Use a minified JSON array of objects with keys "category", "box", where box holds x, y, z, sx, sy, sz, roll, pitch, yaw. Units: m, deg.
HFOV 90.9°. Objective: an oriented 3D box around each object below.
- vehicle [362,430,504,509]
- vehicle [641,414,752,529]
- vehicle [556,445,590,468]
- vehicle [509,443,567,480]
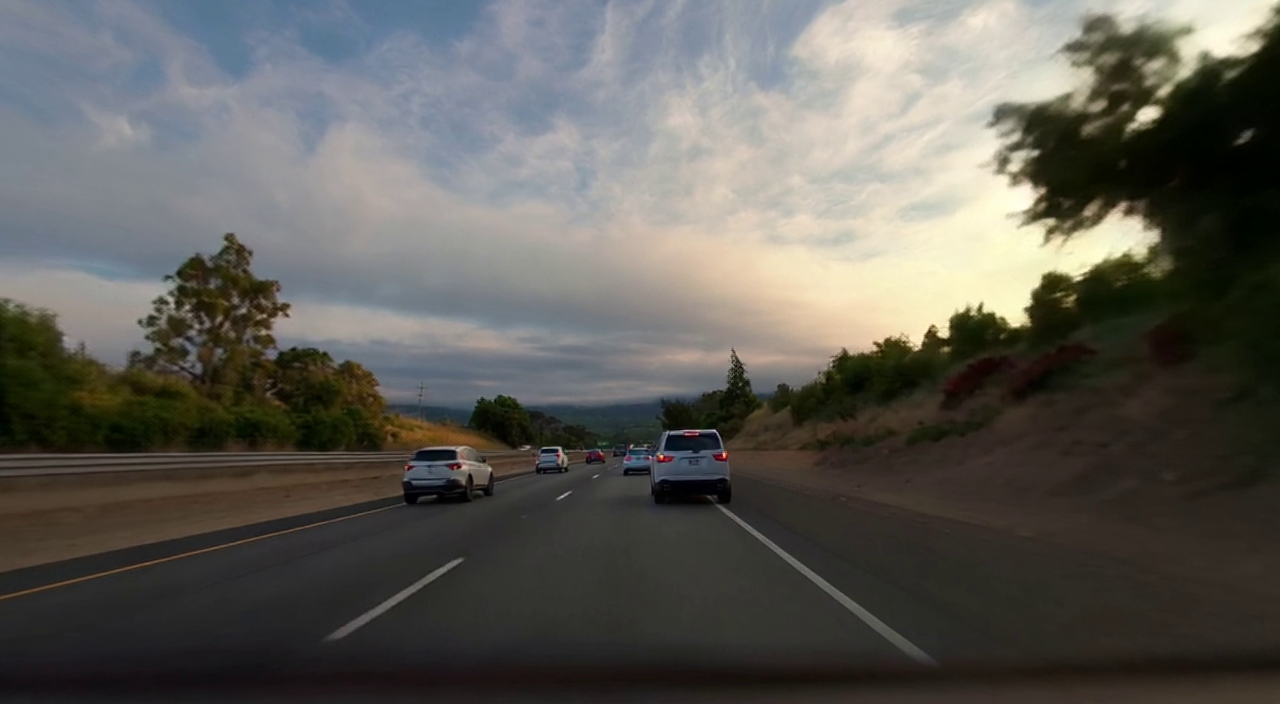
[{"category":"vehicle","box":[-4.786,2.780,15.317,1.934,1.642,4.201,0,-9,2]},{"category":"vehicle","box":[0.958,2.328,12.699,1.825,1.920,3.960,0,-9,0]},{"category":"vehicle","box":[-4.536,7.180,43.420,1.855,1.527,4.209,0,-9,0]},{"category":"vehicle","box":[-4.493,4.850,28.189,1.867,1.489,3.829,0,-9,1]}]
